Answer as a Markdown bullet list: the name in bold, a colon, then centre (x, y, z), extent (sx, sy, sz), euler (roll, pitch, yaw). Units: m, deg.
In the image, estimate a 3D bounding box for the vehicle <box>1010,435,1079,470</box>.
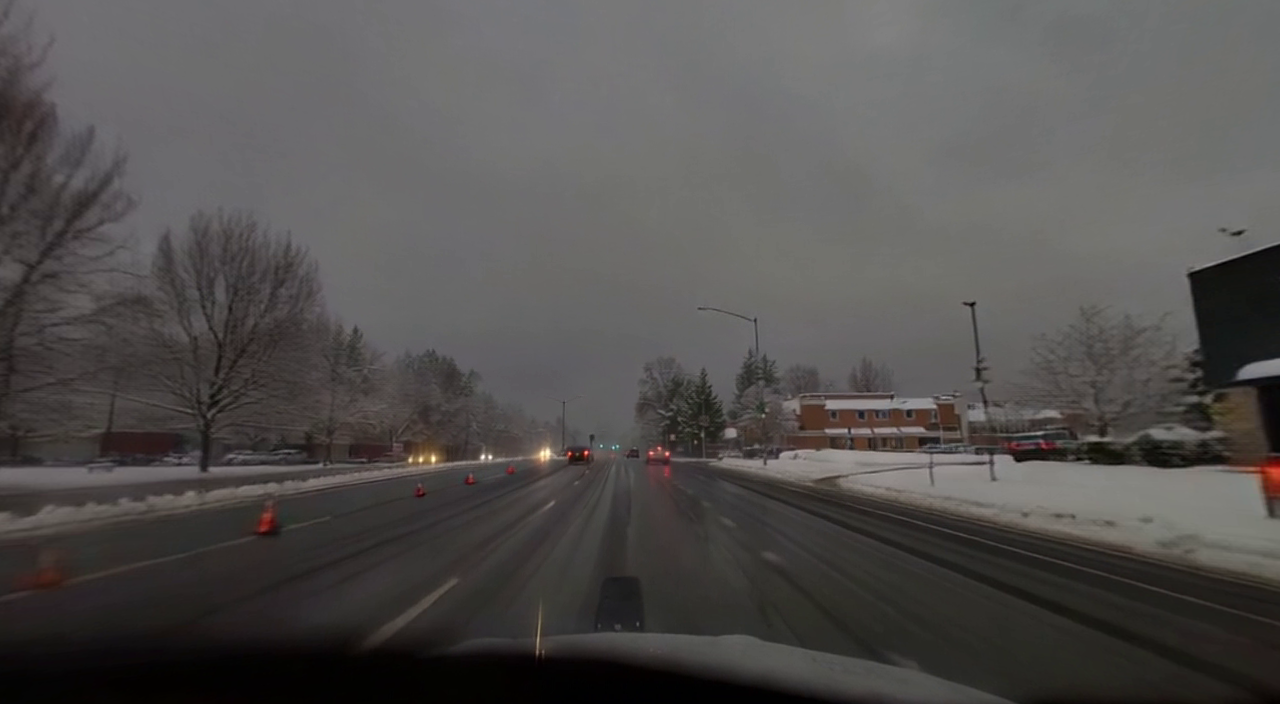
- **vehicle**: centre (21.021, 5.187, 32.713), extent (2.160, 1.639, 5.163), euler (-8, -11, 40)
